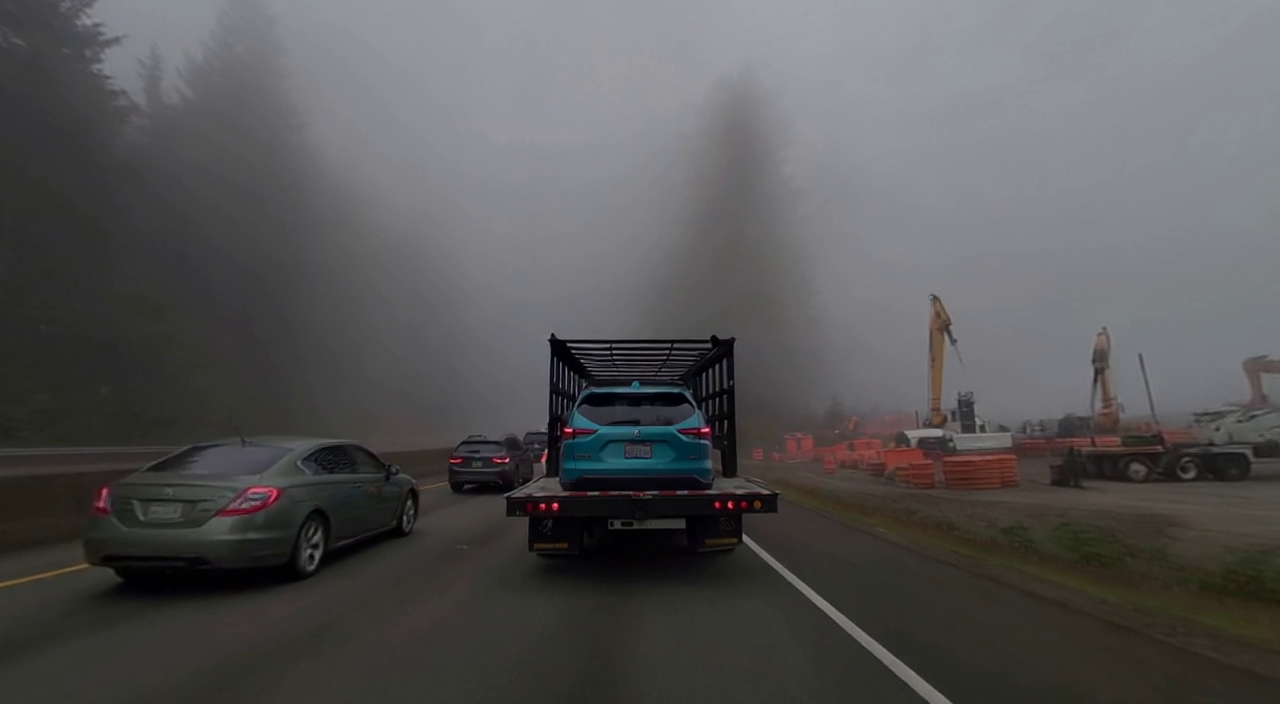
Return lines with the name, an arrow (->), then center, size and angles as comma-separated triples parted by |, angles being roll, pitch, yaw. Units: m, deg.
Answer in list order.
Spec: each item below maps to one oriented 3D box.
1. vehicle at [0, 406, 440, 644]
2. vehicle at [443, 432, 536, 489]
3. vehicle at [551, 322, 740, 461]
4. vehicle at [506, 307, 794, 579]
vehicle -> -3.951, 1.485, 6.597 | 2.155, 1.513, 4.964 | 0, -9, -1
vehicle -> -4.816, 3.547, 20.950 | 2.057, 1.665, 4.572 | 0, -9, -1
vehicle -> -0.057, 0.797, 9.622 | 2.156, 1.604, 4.680 | 0, -9, -3
vehicle -> -0.186, 1.626, 11.312 | 2.735, 2.597, 10.435 | 1, -9, -3
